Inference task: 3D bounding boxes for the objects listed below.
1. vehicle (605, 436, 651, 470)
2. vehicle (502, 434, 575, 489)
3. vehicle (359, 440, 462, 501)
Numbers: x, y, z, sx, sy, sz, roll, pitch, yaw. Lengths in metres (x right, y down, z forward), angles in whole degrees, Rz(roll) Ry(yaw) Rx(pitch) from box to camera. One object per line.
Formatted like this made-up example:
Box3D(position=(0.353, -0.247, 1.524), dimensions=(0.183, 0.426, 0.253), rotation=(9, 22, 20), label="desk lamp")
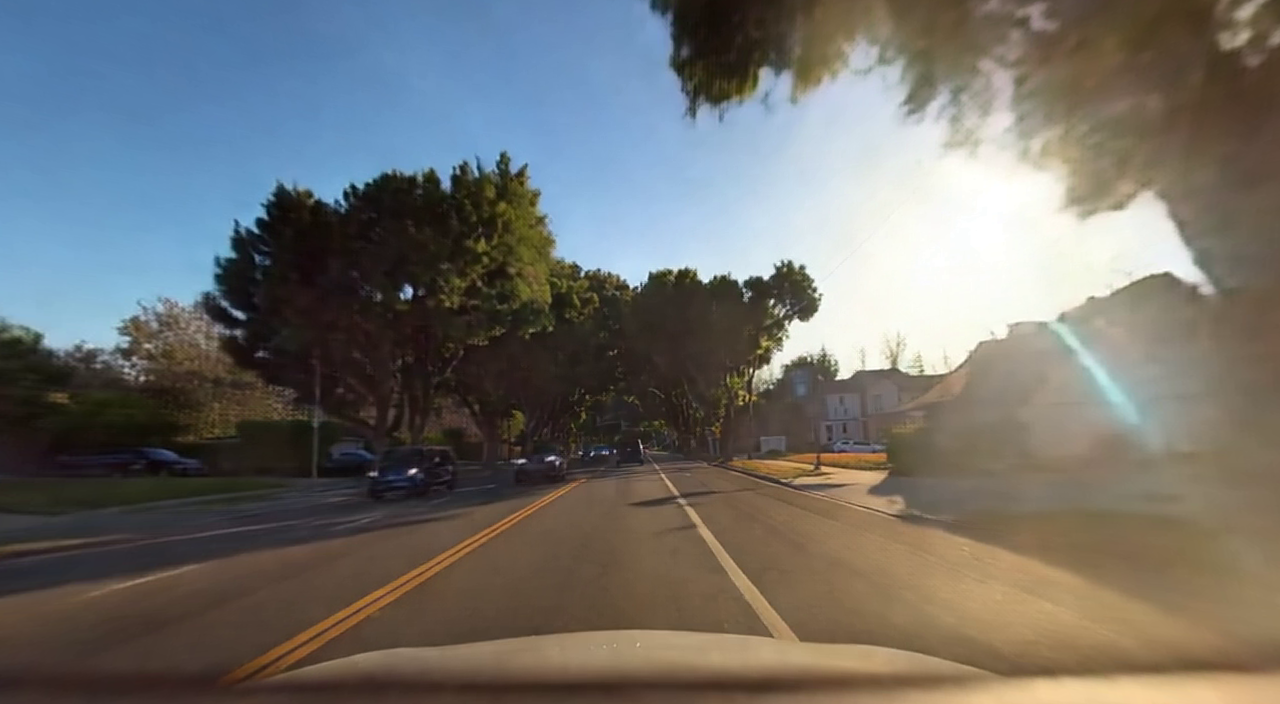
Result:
Box3D(position=(-0.654, 6.150, 38.432), dimensions=(2.554, 1.902, 5.329), rotation=(0, -9, 1), label="vehicle")
Box3D(position=(-3.716, 4.101, 23.960), dimensions=(1.991, 1.794, 4.572), rotation=(-2, -9, 0), label="vehicle")
Box3D(position=(-7.744, 4.009, 21.749), dimensions=(1.978, 1.744, 4.301), rotation=(-4, -9, -1), label="vehicle")
